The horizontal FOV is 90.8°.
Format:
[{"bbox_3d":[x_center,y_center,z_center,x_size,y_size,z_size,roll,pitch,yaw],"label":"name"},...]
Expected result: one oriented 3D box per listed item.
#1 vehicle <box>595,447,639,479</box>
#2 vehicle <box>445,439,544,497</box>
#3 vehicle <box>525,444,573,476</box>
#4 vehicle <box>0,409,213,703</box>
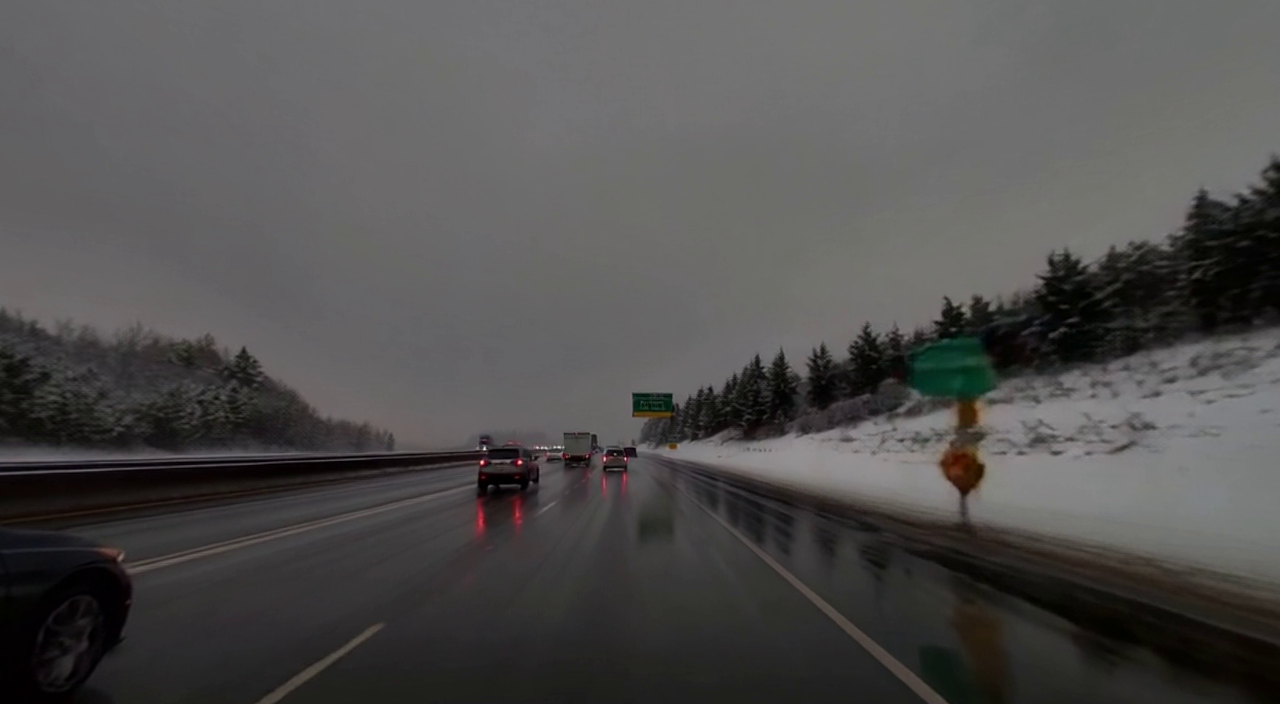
[{"bbox_3d":[-1.127,5.407,30.885,1.988,1.440,4.201,0,-9,-2],"label":"vehicle"},{"bbox_3d":[-4.511,3.675,20.313,2.208,1.619,4.162,0,-9,0],"label":"vehicle"},{"bbox_3d":[-4.962,5.948,34.835,2.118,1.624,4.032,0,-9,-1],"label":"vehicle"},{"bbox_3d":[-3.928,0.934,2.345,1.892,1.492,3.940,0,-9,0],"label":"vehicle"}]
